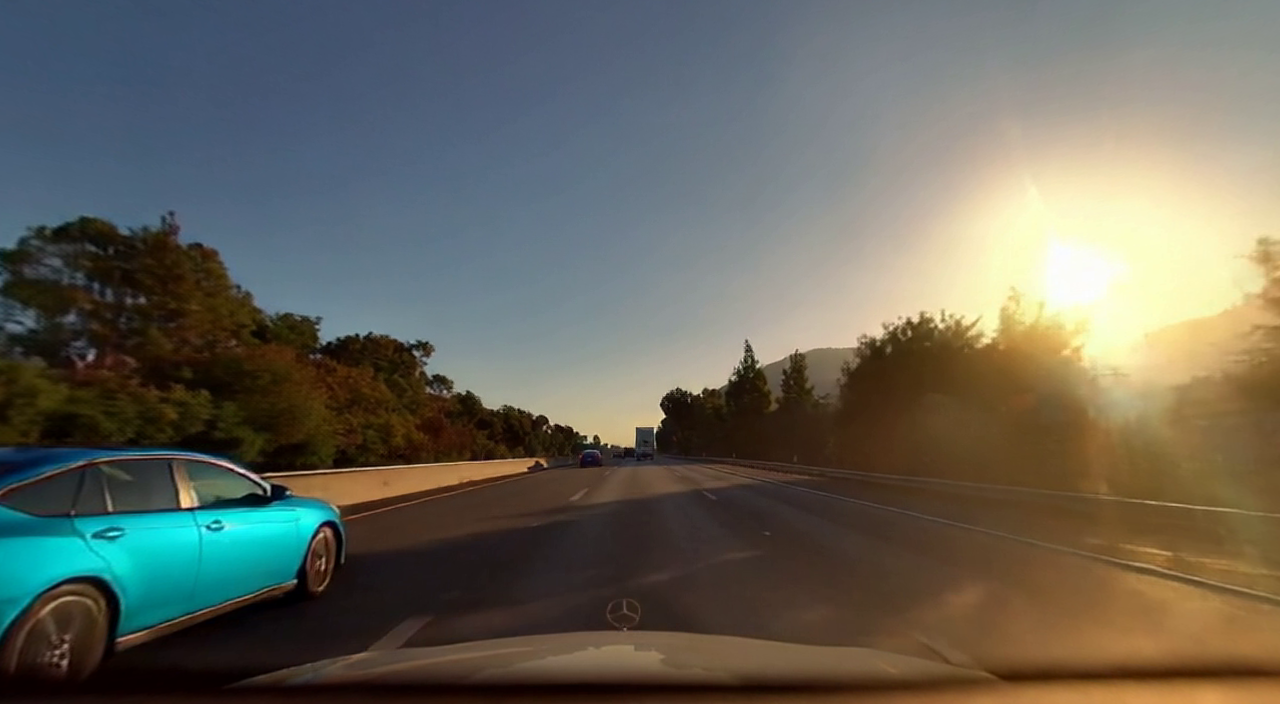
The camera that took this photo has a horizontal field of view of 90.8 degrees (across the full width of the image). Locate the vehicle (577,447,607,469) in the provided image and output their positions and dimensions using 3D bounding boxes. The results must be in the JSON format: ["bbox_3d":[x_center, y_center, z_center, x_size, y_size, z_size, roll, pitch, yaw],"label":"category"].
[{"bbox_3d":[-3.577,7.954,47.273,2.018,1.548,3.849,0,-9,-1],"label":"vehicle"}]
